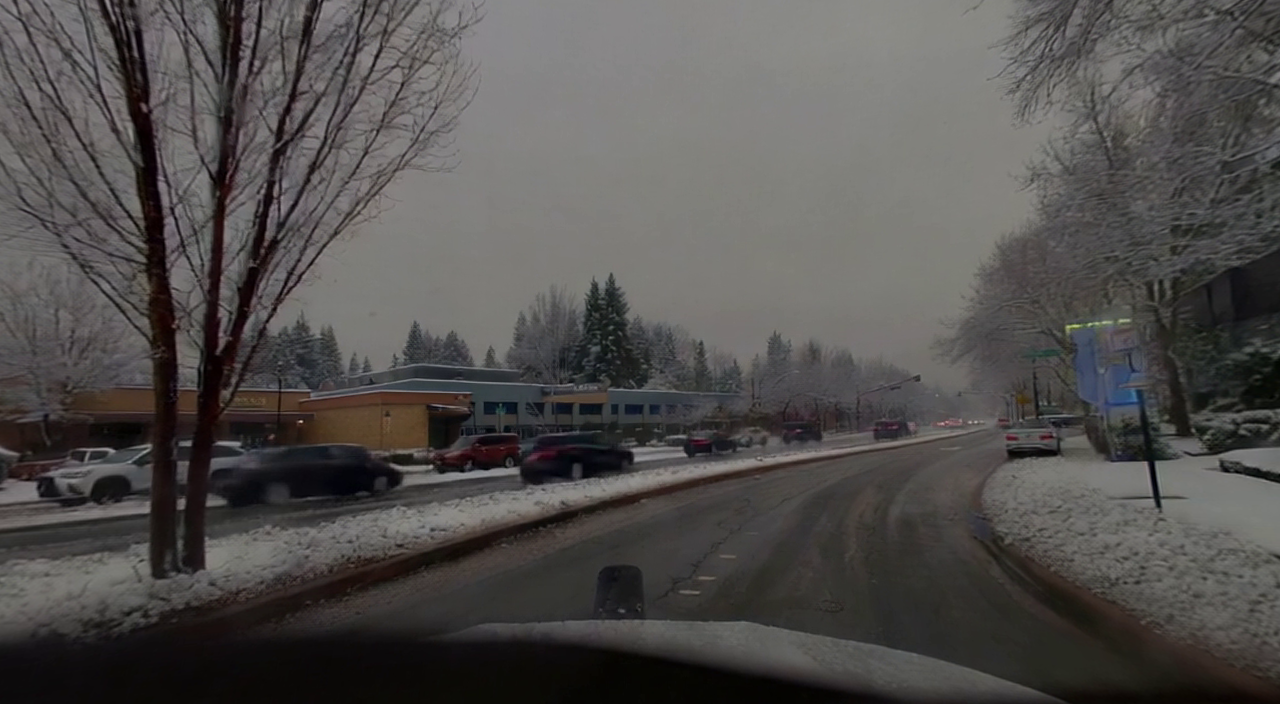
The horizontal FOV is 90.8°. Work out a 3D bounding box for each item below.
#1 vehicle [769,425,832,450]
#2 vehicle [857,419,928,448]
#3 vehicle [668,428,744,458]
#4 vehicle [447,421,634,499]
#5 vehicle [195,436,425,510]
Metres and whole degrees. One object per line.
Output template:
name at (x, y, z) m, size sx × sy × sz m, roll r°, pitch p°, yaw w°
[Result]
vehicle at (11.047, 5.869, 43.324) m, size 2.146 × 1.555 × 4.810 m, roll -9°, pitch -12°, yaw 41°
vehicle at (15.673, 5.065, 39.070) m, size 2.201 × 1.574 × 5.060 m, roll -11°, pitch -13°, yaw 42°
vehicle at (4.228, 5.708, 40.096) m, size 2.313 × 1.688 × 5.015 m, roll -6°, pitch -8°, yaw 40°
vehicle at (-2.674, 2.986, 18.157) m, size 1.954 × 1.639 × 5.229 m, roll -9°, pitch -8°, yaw 39°
vehicle at (-8.587, 3.139, 16.904) m, size 2.183 × 1.651 × 4.928 m, roll -8°, pitch -11°, yaw 39°
